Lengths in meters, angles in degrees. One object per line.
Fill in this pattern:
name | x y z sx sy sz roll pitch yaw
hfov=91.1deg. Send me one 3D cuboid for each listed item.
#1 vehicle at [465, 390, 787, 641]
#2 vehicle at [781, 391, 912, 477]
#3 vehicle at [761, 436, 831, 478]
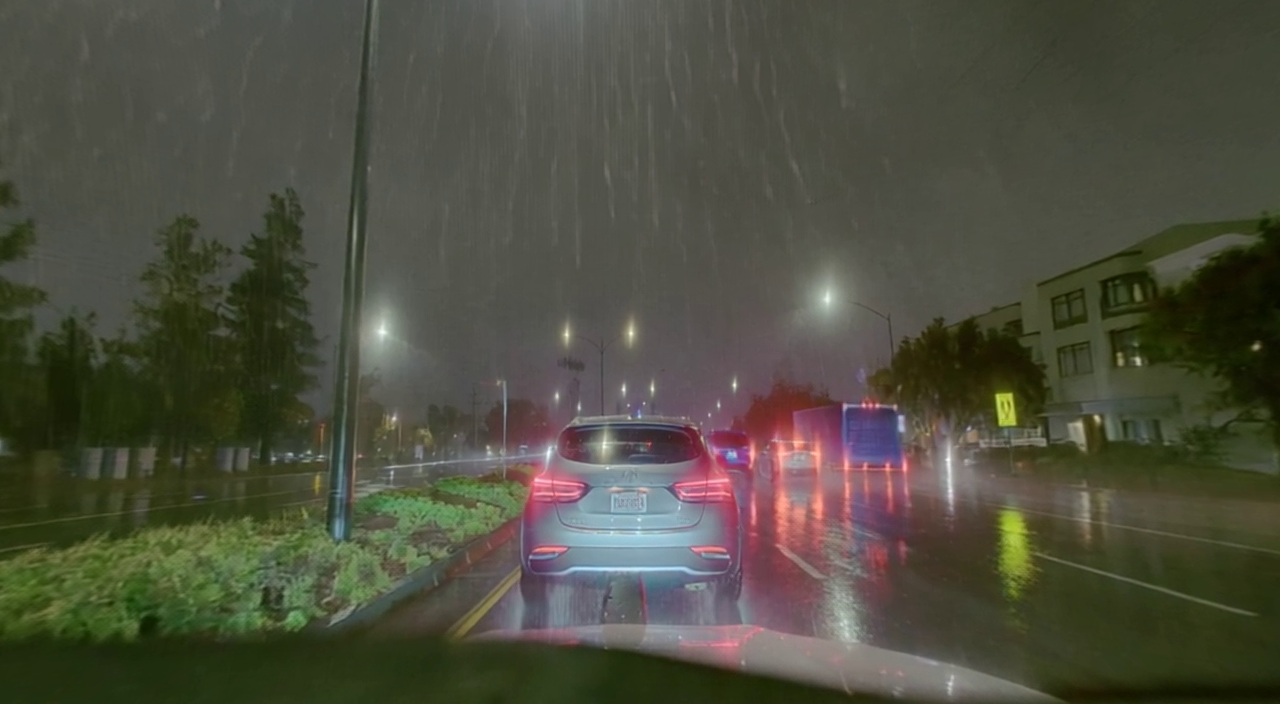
vehicle | -0.111 1.409 6.365 2.172 1.694 4.055 0 -8 -1
vehicle | 10.876 4.646 34.888 3.025 3.993 11.243 0 -9 -2
vehicle | 7.275 4.946 29.818 2.024 1.810 4.807 0 -8 -1
